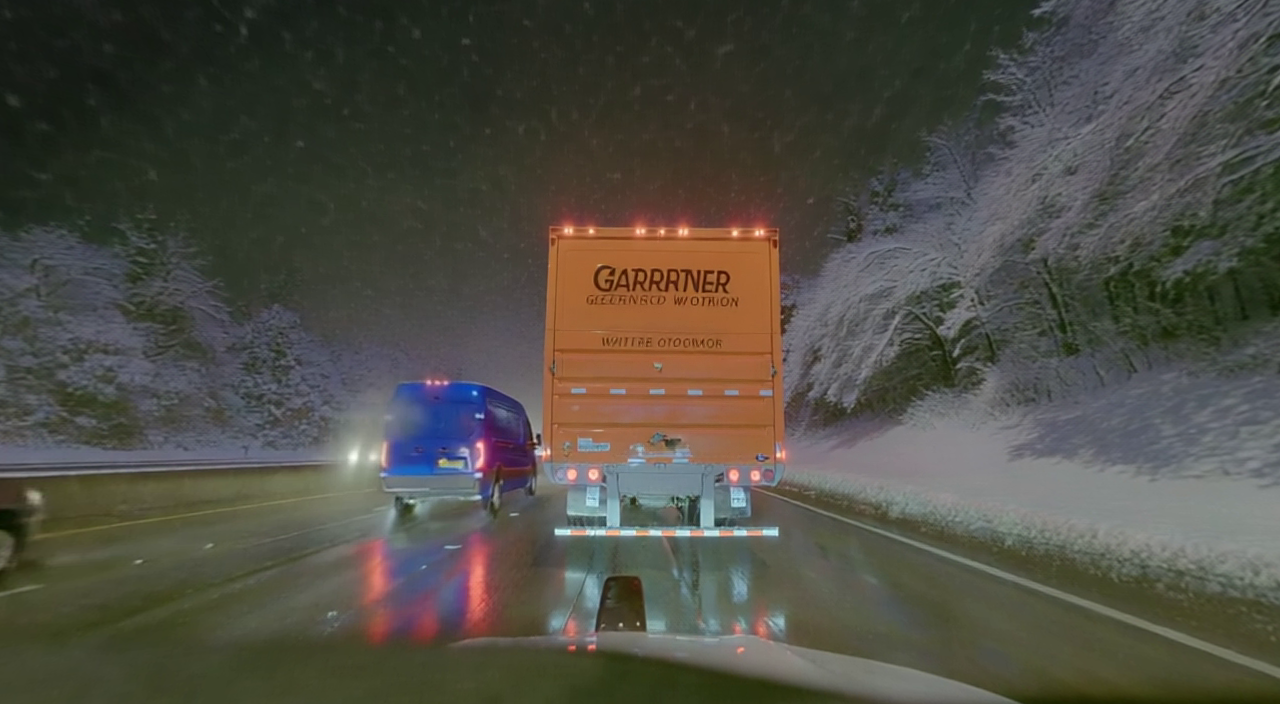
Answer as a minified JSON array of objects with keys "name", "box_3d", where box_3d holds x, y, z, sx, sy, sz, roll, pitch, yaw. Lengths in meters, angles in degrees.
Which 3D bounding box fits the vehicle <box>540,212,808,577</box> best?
[{"name":"vehicle","box_3d":[0.485,1.217,12.238,2.853,4.054,10.557,0,-9,1]}]

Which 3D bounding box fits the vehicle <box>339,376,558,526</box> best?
[{"name":"vehicle","box_3d":[-4.389,2.736,17.606,2.790,2.893,10.715,0,-9,0]}]
